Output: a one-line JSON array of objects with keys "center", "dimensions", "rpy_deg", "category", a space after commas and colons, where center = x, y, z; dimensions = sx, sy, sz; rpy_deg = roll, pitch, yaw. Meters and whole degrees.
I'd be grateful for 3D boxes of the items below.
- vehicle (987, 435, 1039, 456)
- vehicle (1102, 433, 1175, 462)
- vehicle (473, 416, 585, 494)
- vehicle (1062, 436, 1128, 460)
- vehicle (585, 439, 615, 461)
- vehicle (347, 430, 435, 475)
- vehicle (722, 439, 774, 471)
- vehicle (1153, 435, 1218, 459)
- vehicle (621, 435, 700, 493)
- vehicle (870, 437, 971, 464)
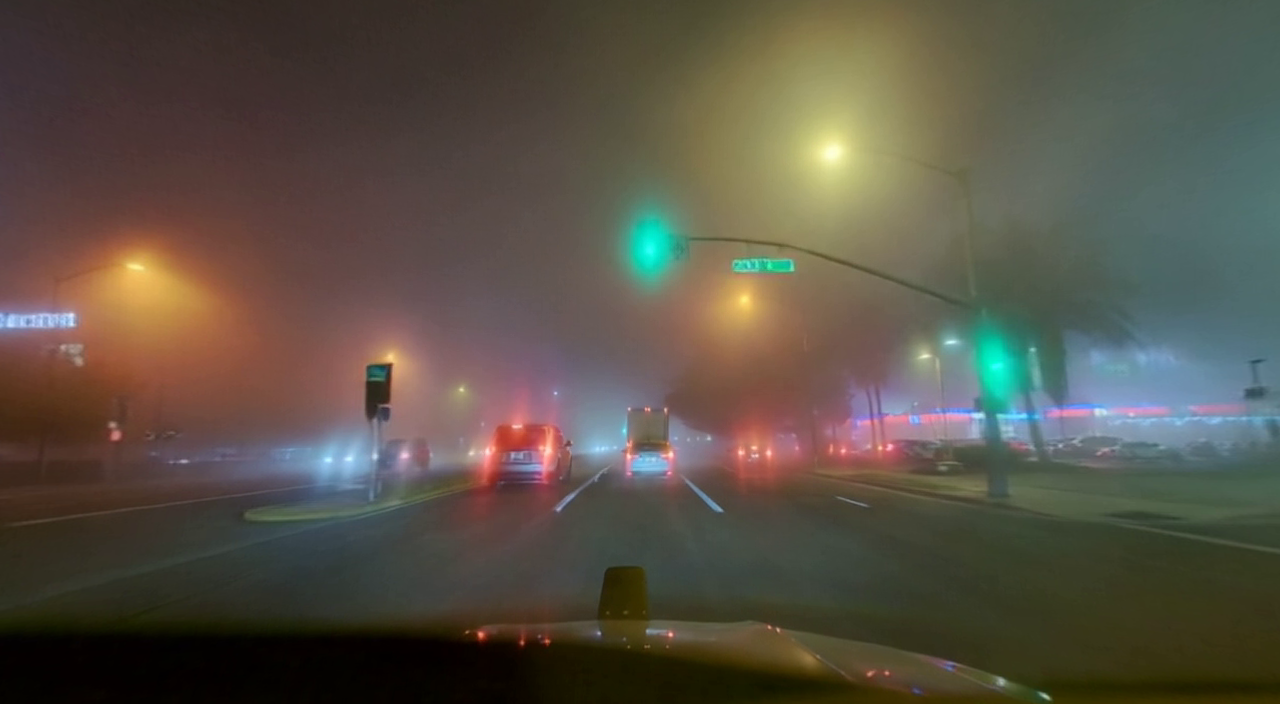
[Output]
[{"center": [28.873, 7.210, 48.744], "dimensions": [3.799, 1.541, 1.747], "rpy_deg": [5, -10, -30], "category": "vehicle"}, {"center": [29.314, 5.587, 37.018], "dimensions": [4.225, 1.502, 1.915], "rpy_deg": [3, -9, -32], "category": "vehicle"}, {"center": [-3.031, 2.984, 18.526], "dimensions": [2.289, 1.935, 5.227], "rpy_deg": [0, -8, 1], "category": "vehicle"}, {"center": [28.461, 5.981, 39.377], "dimensions": [3.873, 1.429, 1.765], "rpy_deg": [5, -10, -29], "category": "vehicle"}, {"center": [-2.920, 7.274, 46.852], "dimensions": [1.902, 1.522, 3.523], "rpy_deg": [0, -8, 1], "category": "vehicle"}, {"center": [-11.679, 4.760, 30.024], "dimensions": [2.165, 1.926, 4.899], "rpy_deg": [0, -8, 0], "category": "vehicle"}, {"center": [5.364, 5.173, 31.911], "dimensions": [1.900, 1.507, 4.151], "rpy_deg": [0, -8, 0], "category": "vehicle"}, {"center": [34.568, 5.996, 39.914], "dimensions": [4.052, 1.445, 1.889], "rpy_deg": [5, -10, -32], "category": "vehicle"}, {"center": [0.537, 3.237, 18.604], "dimensions": [2.061, 1.494, 4.079], "rpy_deg": [0, -8, 0], "category": "vehicle"}, {"center": [15.650, 5.487, 35.265], "dimensions": [4.756, 1.422, 1.831], "rpy_deg": [0, -8, -1], "category": "vehicle"}]
